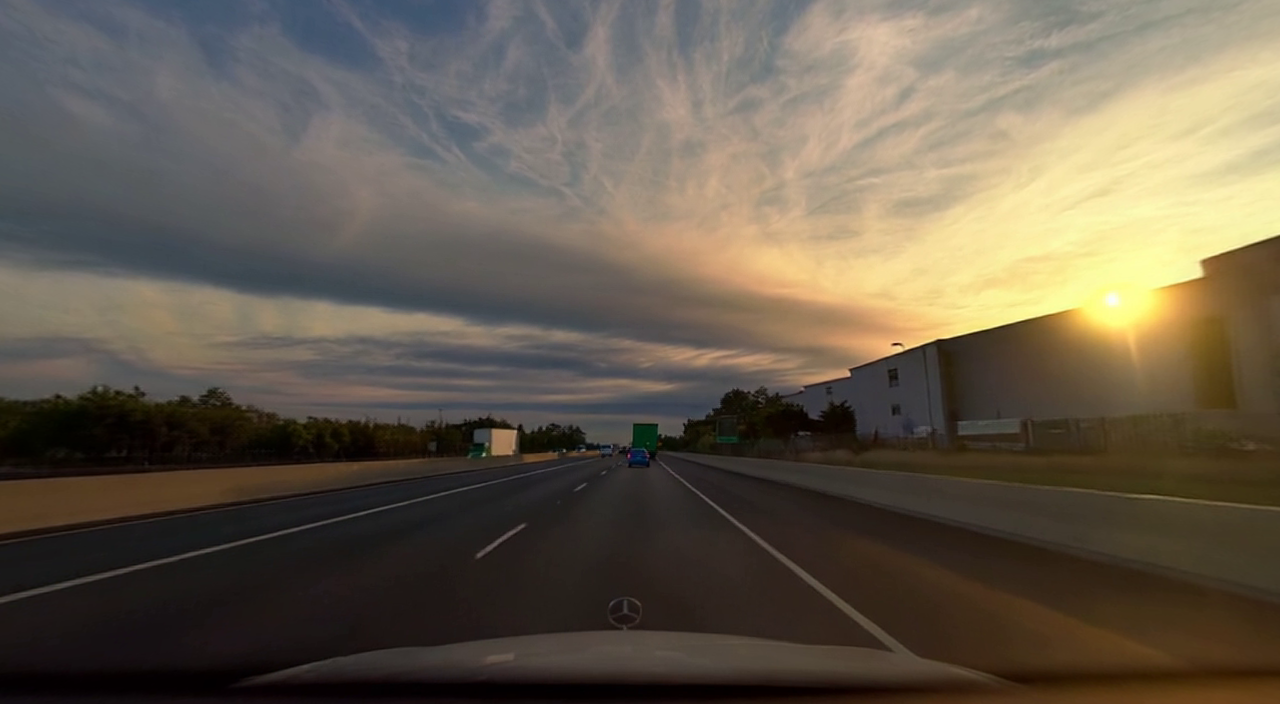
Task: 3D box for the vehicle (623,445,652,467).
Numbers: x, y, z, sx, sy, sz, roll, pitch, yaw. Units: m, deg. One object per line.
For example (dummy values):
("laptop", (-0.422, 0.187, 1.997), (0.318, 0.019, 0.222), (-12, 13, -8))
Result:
("vehicle", (-0.162, 7.857, 47.642), (2.094, 1.559, 3.945), (0, -9, 0))
